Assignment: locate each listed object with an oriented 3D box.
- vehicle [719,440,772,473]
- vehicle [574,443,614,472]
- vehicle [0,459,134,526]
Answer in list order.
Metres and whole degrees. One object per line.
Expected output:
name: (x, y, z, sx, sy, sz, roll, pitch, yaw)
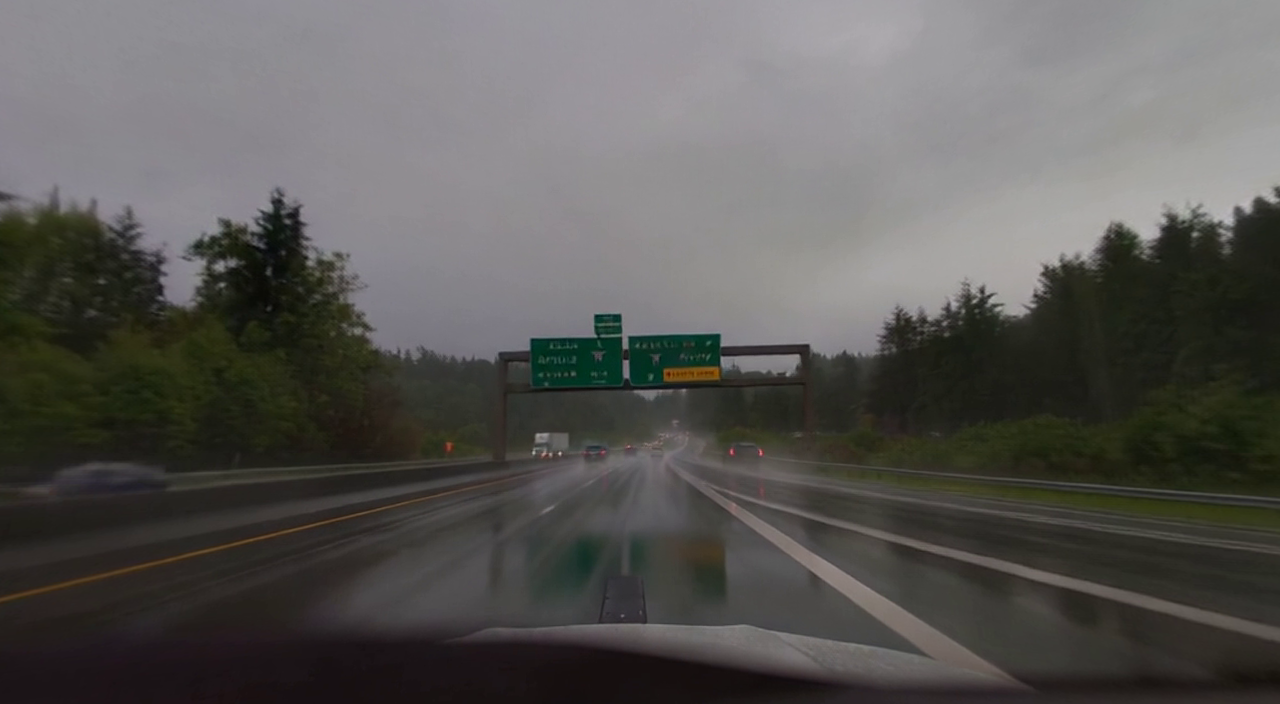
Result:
vehicle: (5.601, 5.599, 34.049, 2.021, 1.639, 4.203, 0, -9, -2)
vehicle: (-2.763, 6.456, 38.824, 2.037, 1.638, 4.274, 0, -9, 1)
vehicle: (-15.850, 3.577, 16.368, 1.861, 1.466, 4.266, 0, -9, 0)
